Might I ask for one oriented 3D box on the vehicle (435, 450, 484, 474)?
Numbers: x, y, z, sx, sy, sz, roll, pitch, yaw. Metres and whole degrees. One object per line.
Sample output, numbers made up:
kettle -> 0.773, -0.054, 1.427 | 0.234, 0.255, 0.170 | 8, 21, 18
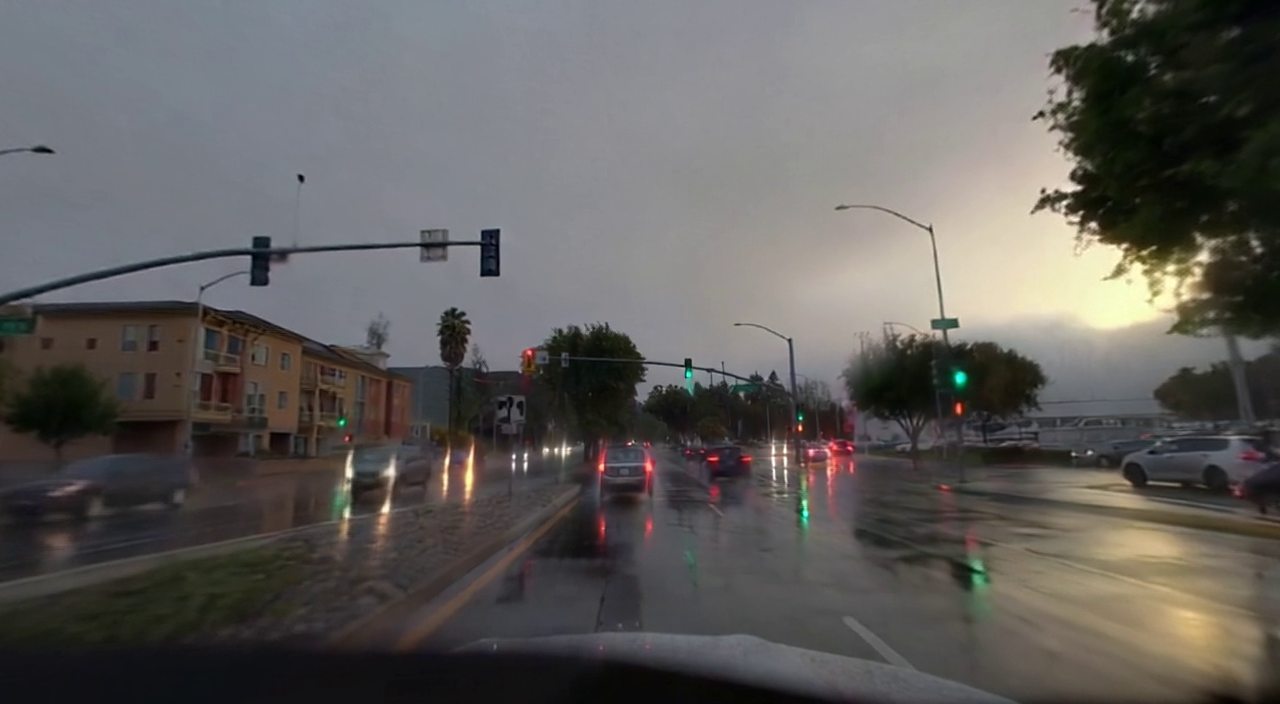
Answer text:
vehicle -> -12.067, 7.375, 42.401 | 1.963, 1.504, 4.640 | 0, -9, 0

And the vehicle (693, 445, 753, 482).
vehicle -> 3.586, 4.890, 27.851 | 2.023, 1.506, 3.816 | 0, -9, -2

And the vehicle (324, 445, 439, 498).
vehicle -> -8.536, 3.962, 21.283 | 1.966, 1.571, 4.479 | 0, -9, 0

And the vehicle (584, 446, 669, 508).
vehicle -> -0.340, 3.295, 17.053 | 2.010, 1.447, 4.121 | 0, -9, 0

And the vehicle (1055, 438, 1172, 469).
vehicle -> 26.041, 5.608, 34.753 | 4.665, 1.612, 1.937 | -1, -9, 8

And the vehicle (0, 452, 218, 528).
vehicle -> -12.327, 3.131, 14.842 | 1.904, 1.475, 4.068 | 0, -9, 0
